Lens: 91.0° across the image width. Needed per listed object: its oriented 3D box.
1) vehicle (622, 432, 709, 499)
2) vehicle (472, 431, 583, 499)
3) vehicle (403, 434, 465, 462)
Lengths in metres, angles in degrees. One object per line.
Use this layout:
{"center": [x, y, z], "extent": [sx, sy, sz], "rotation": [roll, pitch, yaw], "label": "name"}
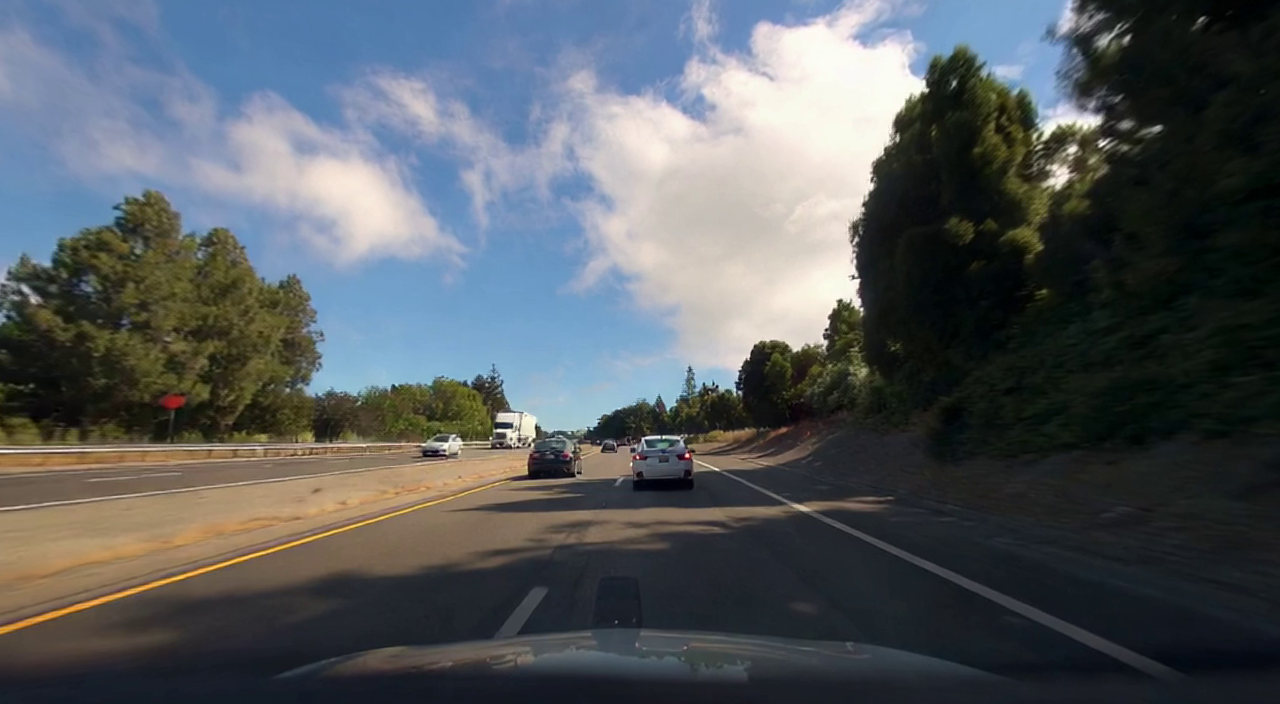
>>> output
{"center": [0.604, 3.053, 17.453], "extent": [2.055, 1.566, 5.046], "rotation": [-1, -8, 0], "label": "vehicle"}
{"center": [-2.841, 2.971, 16.966], "extent": [2.178, 1.559, 4.254], "rotation": [-1, -8, 0], "label": "vehicle"}
{"center": [-12.040, 5.639, 37.113], "extent": [2.079, 1.509, 4.441], "rotation": [-1, -8, 1], "label": "vehicle"}
